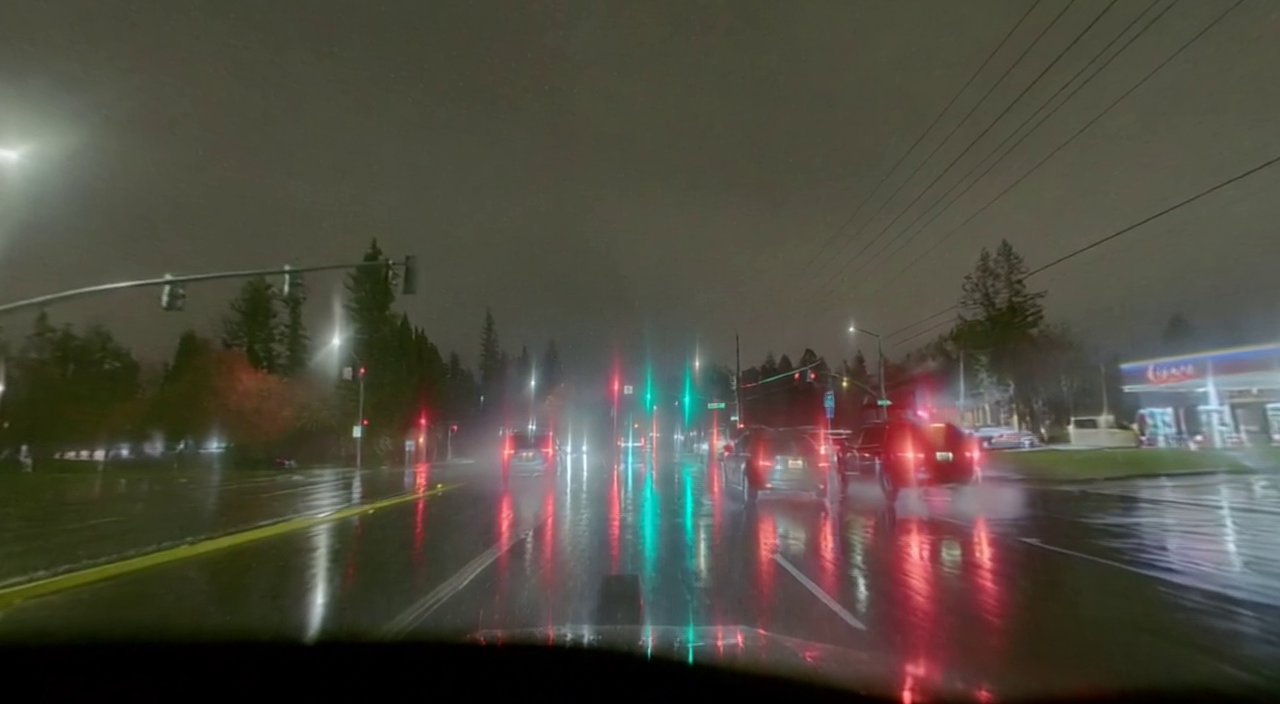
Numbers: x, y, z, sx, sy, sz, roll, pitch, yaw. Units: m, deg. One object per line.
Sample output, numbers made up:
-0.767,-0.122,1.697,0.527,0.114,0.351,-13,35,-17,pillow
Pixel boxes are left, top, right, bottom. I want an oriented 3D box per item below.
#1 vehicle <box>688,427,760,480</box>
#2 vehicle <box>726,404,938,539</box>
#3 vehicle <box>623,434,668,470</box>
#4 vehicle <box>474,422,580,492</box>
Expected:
3.024,3.790,23.821,1.955,1.797,4.480,0,-8,-2,vehicle
2.912,1.953,10.915,2.140,1.800,4.660,0,-8,0,vehicle
0.196,5.048,31.960,2.131,1.665,3.926,0,-8,-1,vehicle
-3.184,3.085,18.838,2.261,1.820,4.255,0,-8,2,vehicle
